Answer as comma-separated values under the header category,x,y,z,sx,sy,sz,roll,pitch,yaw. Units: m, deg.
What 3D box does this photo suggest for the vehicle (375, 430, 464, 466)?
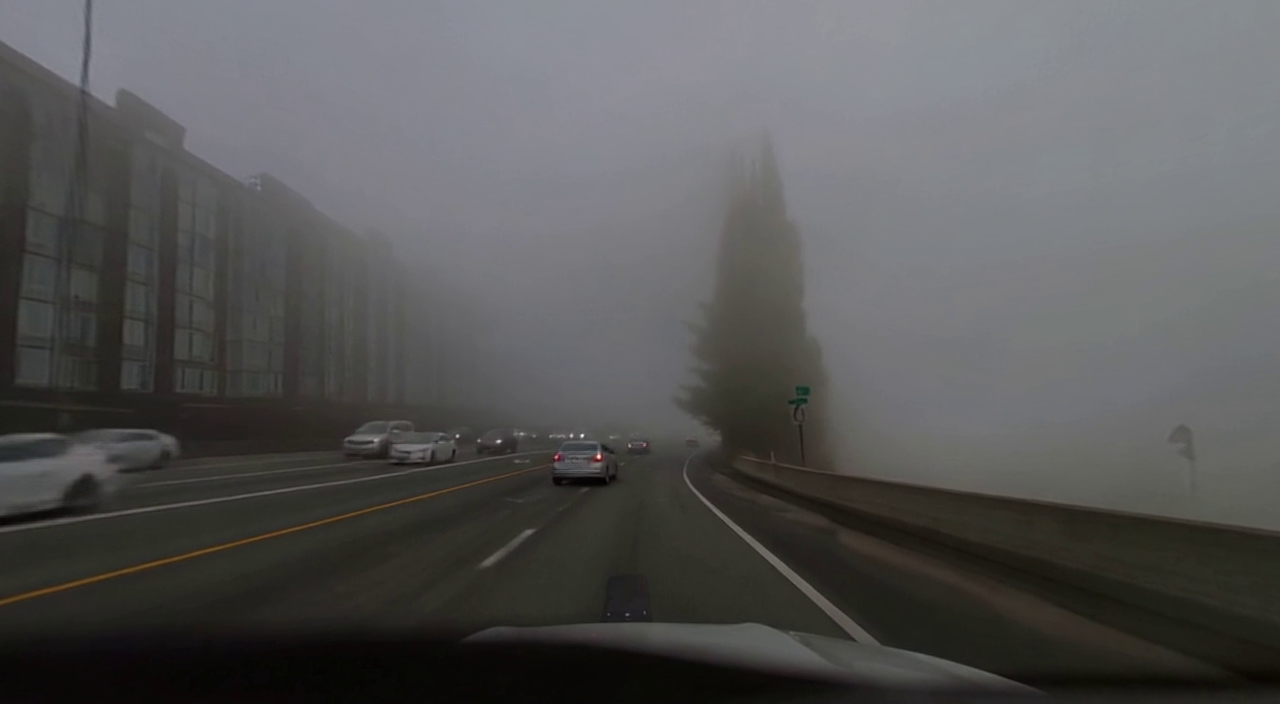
category,x,y,z,sx,sy,sz,roll,pitch,yaw
vehicle,-9.827,4.336,28.570,2.097,1.484,4.621,-1,-8,4

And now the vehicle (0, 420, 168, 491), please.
category,x,y,z,sx,sy,sz,roll,pitch,yaw
vehicle,-14.370,2.517,15.577,1.862,1.493,4.393,-1,-8,2

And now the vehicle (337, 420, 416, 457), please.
category,x,y,z,sx,sy,sz,roll,pitch,yaw
vehicle,-13.737,4.600,33.235,2.040,1.803,4.496,-1,-8,3

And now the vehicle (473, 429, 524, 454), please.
category,x,y,z,sx,sy,sz,roll,pitch,yaw
vehicle,-9.280,5.931,41.854,1.943,1.536,4.656,-1,-8,5

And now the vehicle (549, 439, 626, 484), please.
category,x,y,z,sx,sy,sz,roll,pitch,yaw
vehicle,-1.825,4.014,23.422,2.035,1.460,4.497,-1,-9,6
